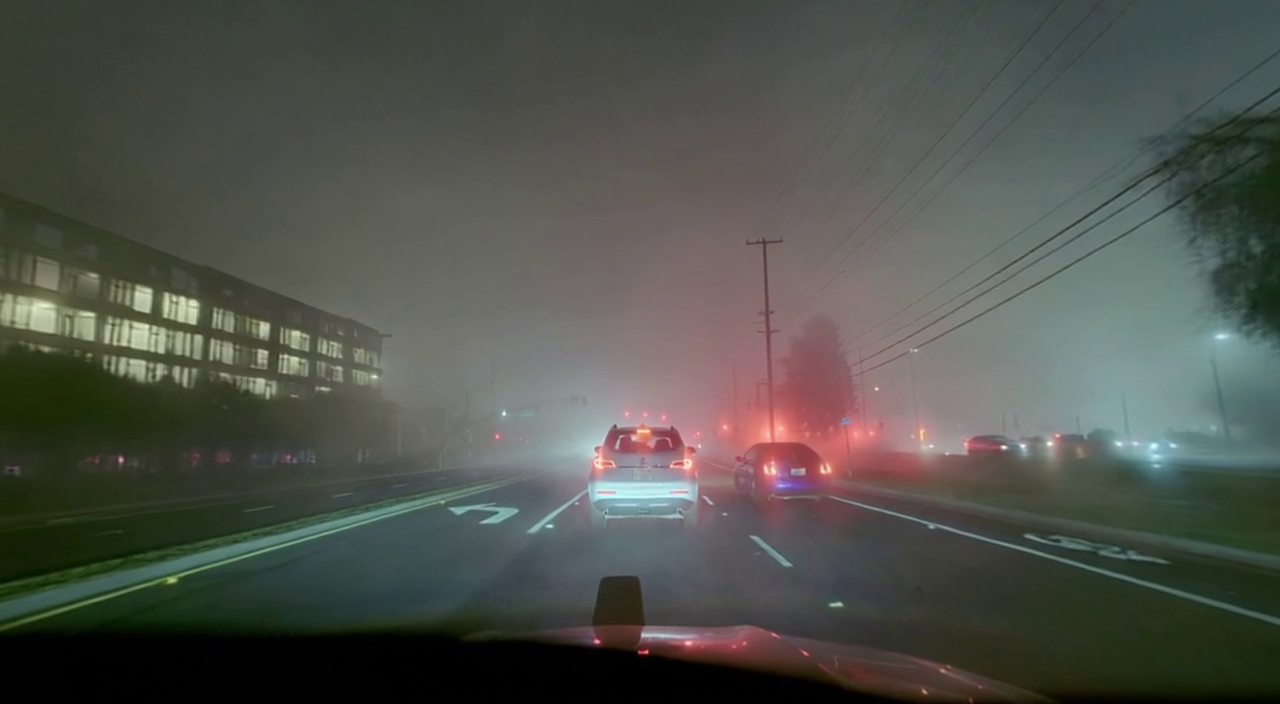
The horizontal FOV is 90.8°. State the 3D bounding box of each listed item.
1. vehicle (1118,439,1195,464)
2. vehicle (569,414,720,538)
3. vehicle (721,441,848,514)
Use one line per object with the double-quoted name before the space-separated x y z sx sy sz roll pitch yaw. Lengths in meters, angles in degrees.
"vehicle" 37.410 7.195 45.936 1.910 1.686 4.746 -1 -9 6
"vehicle" 0.073 2.137 11.436 2.189 1.776 4.342 0 -9 0
"vehicle" 3.272 2.940 15.353 1.990 1.482 4.575 0 -9 0
